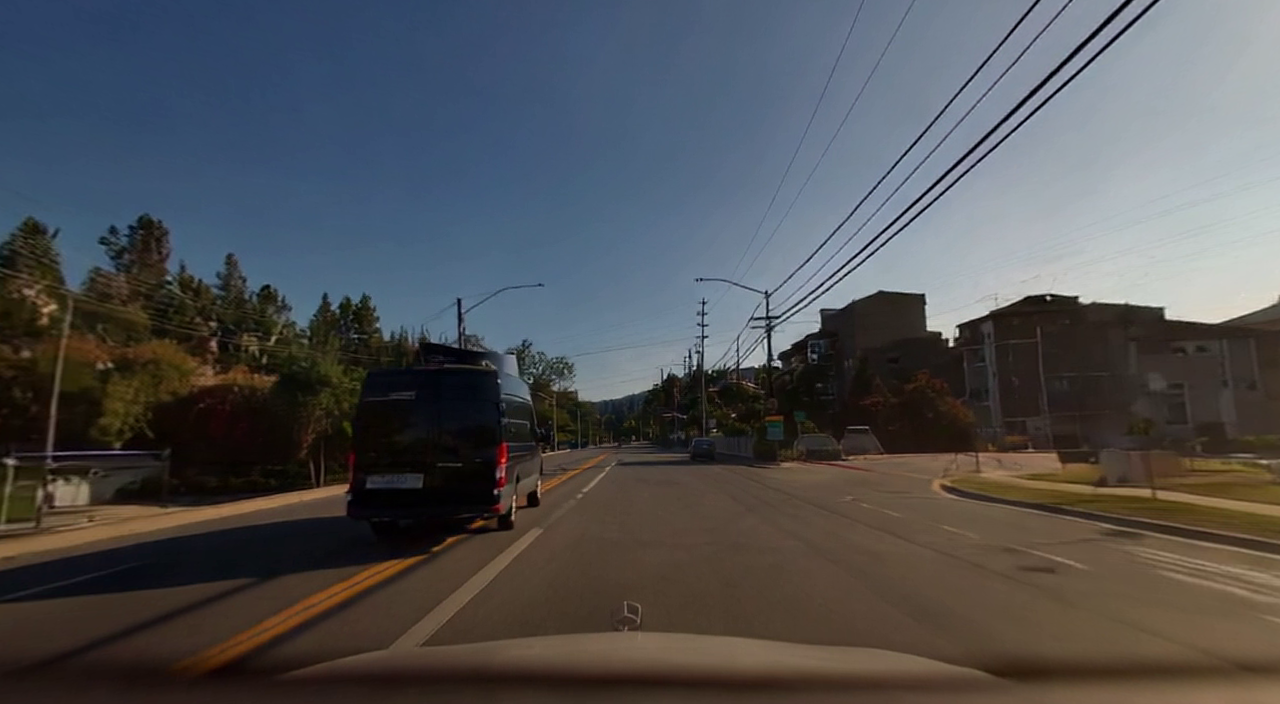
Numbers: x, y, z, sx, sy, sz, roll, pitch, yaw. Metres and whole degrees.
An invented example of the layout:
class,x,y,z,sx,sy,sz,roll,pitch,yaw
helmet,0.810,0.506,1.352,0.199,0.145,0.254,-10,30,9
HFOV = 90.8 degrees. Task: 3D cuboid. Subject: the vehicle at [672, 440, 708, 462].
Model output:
class,x,y,z,sx,sy,sz,roll,pitch,yaw
vehicle,3.372,6.764,43.269,2.015,1.467,4.117,0,-8,-1
